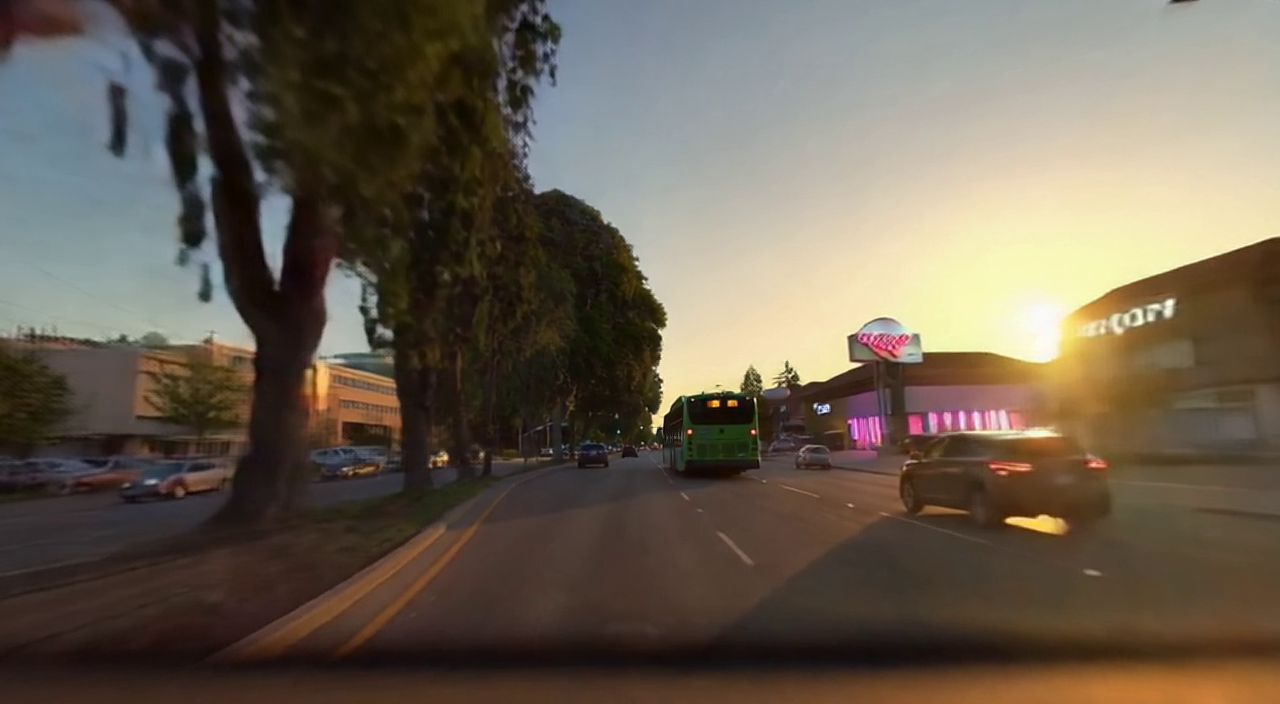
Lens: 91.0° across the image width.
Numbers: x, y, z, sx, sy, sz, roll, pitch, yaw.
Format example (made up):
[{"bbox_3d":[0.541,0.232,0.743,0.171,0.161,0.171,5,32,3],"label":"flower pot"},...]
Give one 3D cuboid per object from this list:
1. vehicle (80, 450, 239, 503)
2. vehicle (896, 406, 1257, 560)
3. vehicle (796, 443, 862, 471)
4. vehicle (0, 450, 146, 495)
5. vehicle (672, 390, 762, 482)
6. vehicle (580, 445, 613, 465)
[{"bbox_3d":[-19.112,4.917,25.490,2.277,1.764,5.283,-2,-9,0],"label":"vehicle"},{"bbox_3d":[6.022,1.864,9.679,2.129,1.754,4.668,0,-8,0],"label":"vehicle"},{"bbox_3d":[10.509,5.851,35.449,2.073,1.443,4.860,0,-8,-2],"label":"vehicle"},{"bbox_3d":[-25.139,5.260,27.679,4.857,1.846,2.185,0,-8,-2],"label":"vehicle"},{"bbox_3d":[3.026,3.729,27.591,2.766,3.306,9.281,0,-8,0],"label":"vehicle"},{"bbox_3d":[-3.115,7.500,45.982,2.211,1.416,4.179,0,-8,-2],"label":"vehicle"}]
